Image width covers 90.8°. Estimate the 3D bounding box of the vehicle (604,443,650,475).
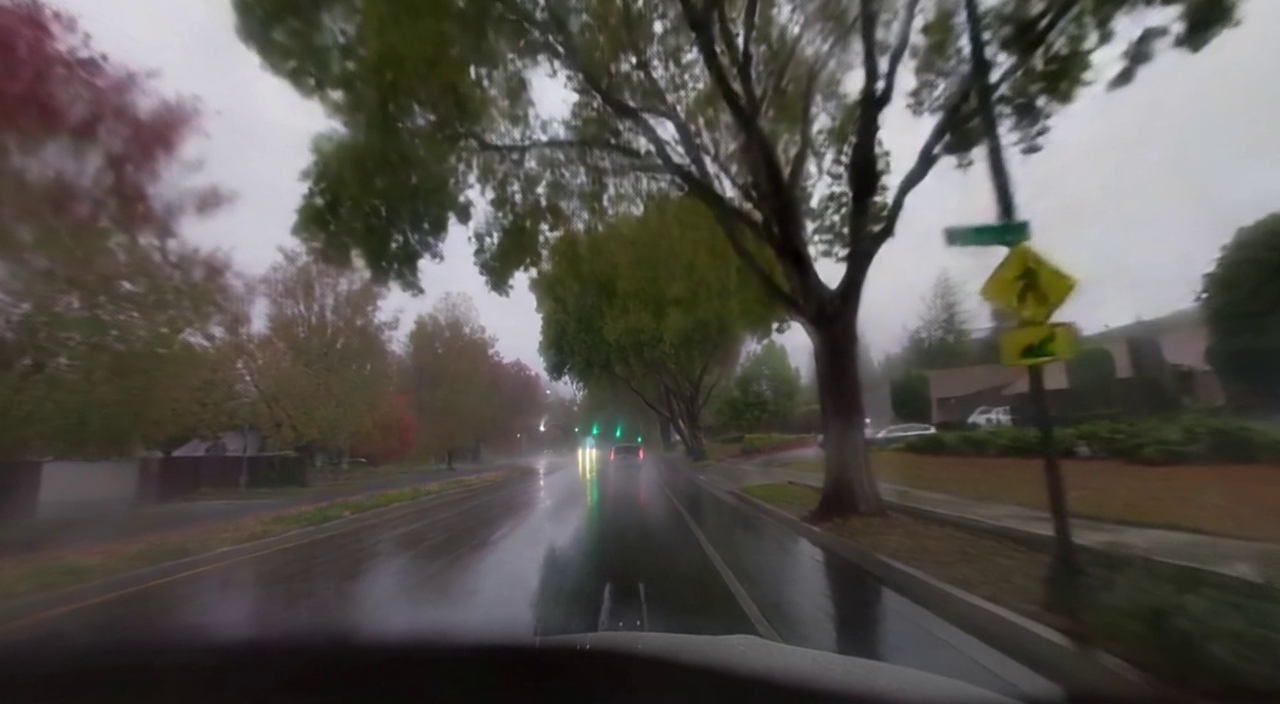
[{"bbox_3d":[-0.585,5.308,31.529,2.111,1.466,4.223,-1,-8,2],"label":"vehicle"}]
